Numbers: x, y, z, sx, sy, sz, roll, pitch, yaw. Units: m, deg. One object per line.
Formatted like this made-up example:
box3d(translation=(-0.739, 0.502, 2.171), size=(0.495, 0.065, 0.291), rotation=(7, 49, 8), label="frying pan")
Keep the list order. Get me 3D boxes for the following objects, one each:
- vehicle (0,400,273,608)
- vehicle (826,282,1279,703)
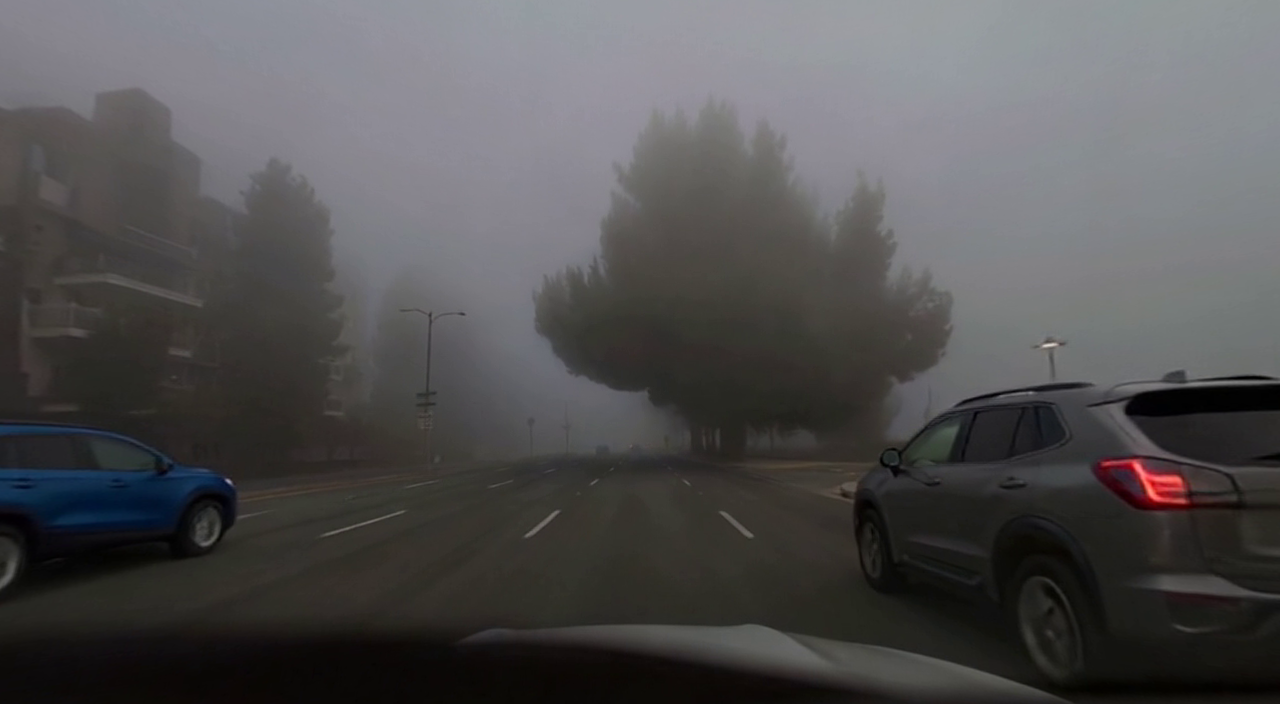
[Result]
box3d(translation=(-6.323, 1.474, 6.637), size=(2.069, 1.690, 4.837), rotation=(0, -9, -1), label="vehicle")
box3d(translation=(2.879, 0.979, 3.802), size=(2.047, 1.768, 4.607), rotation=(0, -9, -1), label="vehicle")
